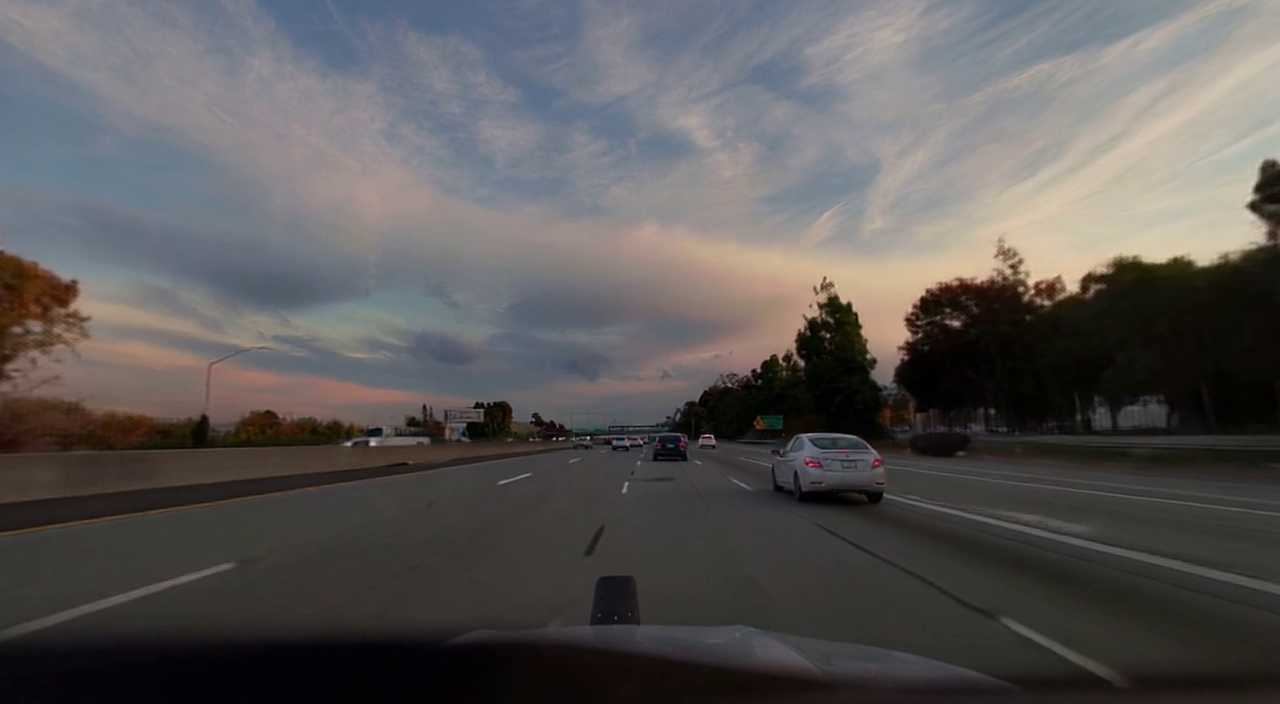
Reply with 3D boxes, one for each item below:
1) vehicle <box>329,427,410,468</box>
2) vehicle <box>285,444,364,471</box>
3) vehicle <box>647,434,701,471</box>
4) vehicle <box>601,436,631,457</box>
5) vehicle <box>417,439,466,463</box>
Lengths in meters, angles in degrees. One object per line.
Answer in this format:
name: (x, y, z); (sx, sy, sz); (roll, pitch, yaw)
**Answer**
vehicle: (-20.625, 7.289, 48.578); (2.734, 2.836, 7.380); (0, -7, 2)
vehicle: (-20.549, 6.844, 41.333); (2.493, 1.560, 4.946); (0, -7, 1)
vehicle: (1.530, 4.742, 30.184); (2.240, 1.646, 4.949); (0, -7, -1)
vehicle: (-1.815, 7.248, 48.593); (2.103, 1.512, 4.155); (0, -7, 1)
vehicle: (-13.626, 6.779, 43.472); (1.858, 1.511, 4.027); (0, -7, 2)
